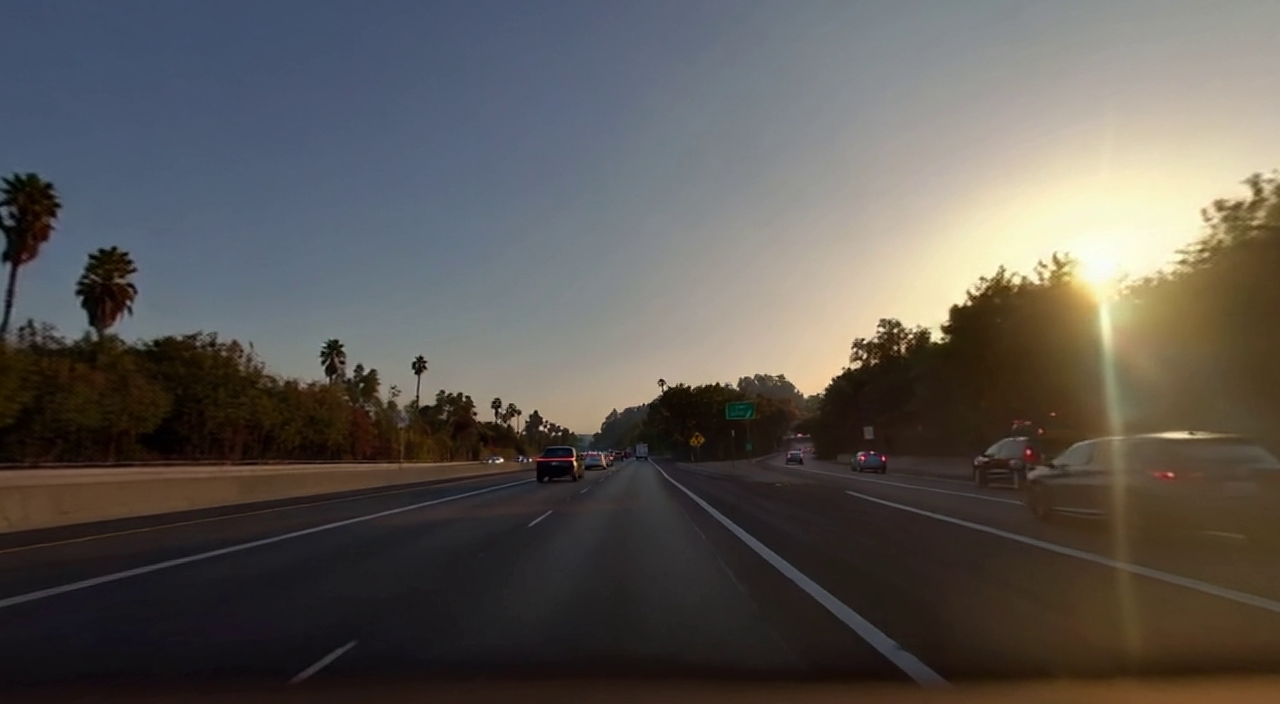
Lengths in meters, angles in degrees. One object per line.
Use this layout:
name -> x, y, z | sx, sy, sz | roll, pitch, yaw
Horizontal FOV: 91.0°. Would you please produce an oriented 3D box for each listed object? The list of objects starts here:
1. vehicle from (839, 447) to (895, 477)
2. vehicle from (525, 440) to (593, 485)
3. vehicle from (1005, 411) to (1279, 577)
vehicle -> 14.275, 6.941, 39.973 | 1.991, 1.755, 4.836 | -1, -9, 3
vehicle -> -3.726, 5.250, 30.195 | 2.420, 1.937, 5.916 | 0, -9, 1
vehicle -> 8.057, 1.940, 9.455 | 2.303, 1.791, 5.247 | -1, -9, 4
